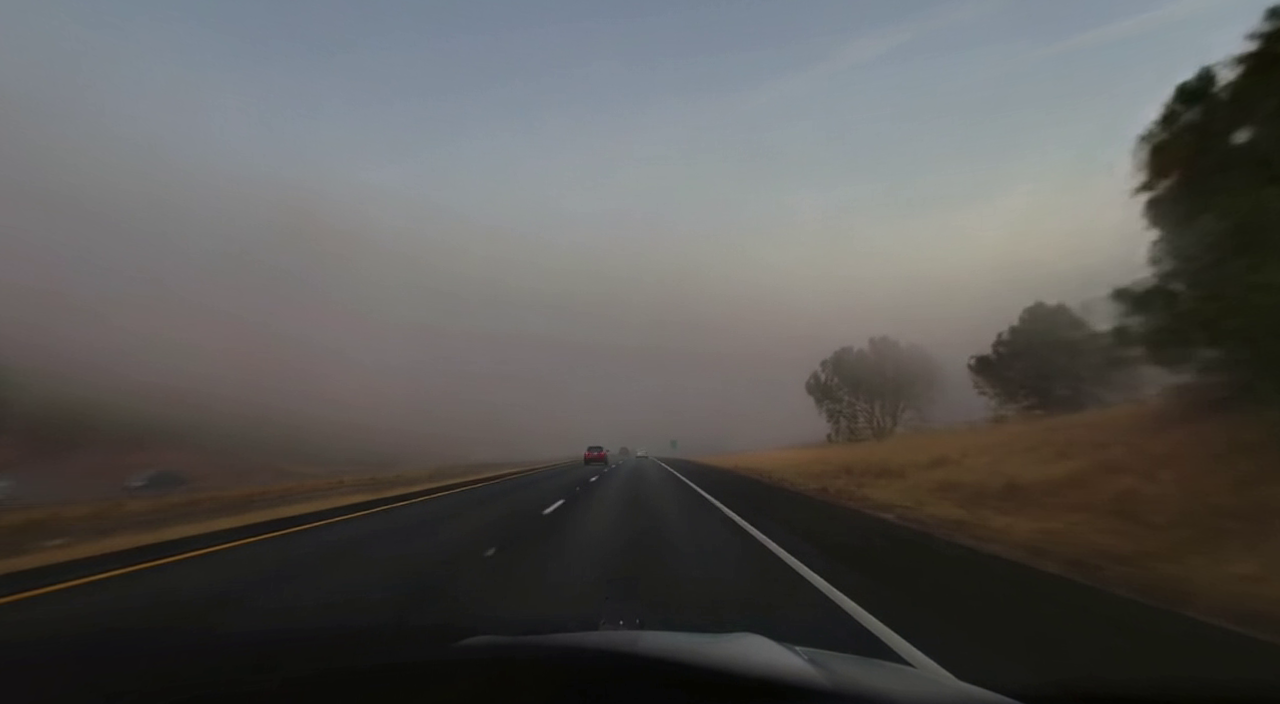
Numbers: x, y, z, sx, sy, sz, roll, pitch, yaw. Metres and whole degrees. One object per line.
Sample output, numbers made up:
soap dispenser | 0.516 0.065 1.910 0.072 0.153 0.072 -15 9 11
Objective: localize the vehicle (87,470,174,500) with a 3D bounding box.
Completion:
vehicle | -32.685 8.499 40.541 1.931 1.613 4.331 0 -9 1
